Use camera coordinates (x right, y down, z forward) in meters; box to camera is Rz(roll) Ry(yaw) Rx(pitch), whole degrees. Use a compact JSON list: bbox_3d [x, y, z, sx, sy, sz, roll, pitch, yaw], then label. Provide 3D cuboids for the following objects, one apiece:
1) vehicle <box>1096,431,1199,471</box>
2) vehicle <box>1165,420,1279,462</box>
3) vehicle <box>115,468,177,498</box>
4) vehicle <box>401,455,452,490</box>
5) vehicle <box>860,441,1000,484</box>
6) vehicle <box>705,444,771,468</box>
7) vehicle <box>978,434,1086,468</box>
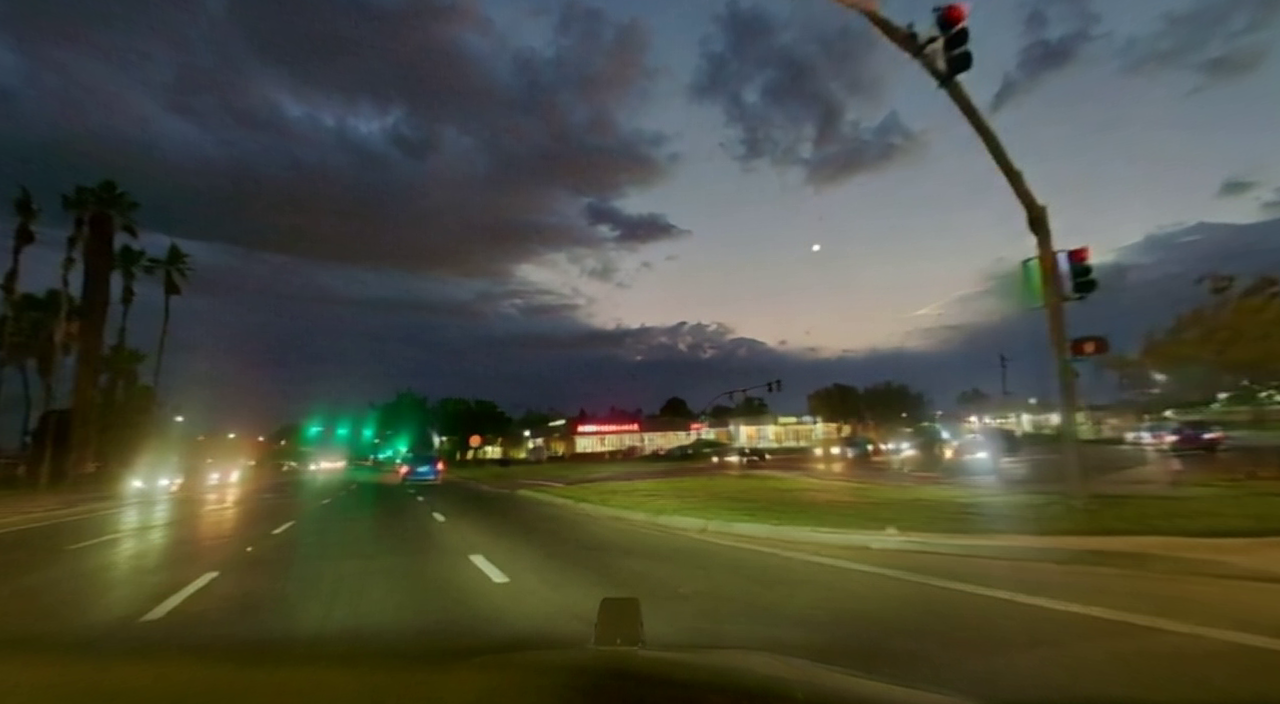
[{"bbox_3d":[25.076,4.840,31.221,4.377,1.433,1.867,-3,-3,-20],"label":"vehicle"},{"bbox_3d":[26.391,4.024,28.612,4.178,1.533,1.992,6,-9,-17],"label":"vehicle"},{"bbox_3d":[-31.191,8.253,40.060,2.027,1.534,4.779,4,-10,-25],"label":"vehicle"},{"bbox_3d":[-10.854,6.022,31.879,1.969,1.555,4.431,4,-9,-24],"label":"vehicle"},{"bbox_3d":[10.483,3.954,22.883,4.355,1.398,2.085,3,-9,-21],"label":"vehicle"},{"bbox_3d":[6.316,6.797,41.509,2.046,1.481,4.936,3,-9,-21],"label":"vehicle"},{"bbox_3d":[18.143,4.586,29.292,4.199,1.459,1.997,3,-9,-20],"label":"vehicle"}]
